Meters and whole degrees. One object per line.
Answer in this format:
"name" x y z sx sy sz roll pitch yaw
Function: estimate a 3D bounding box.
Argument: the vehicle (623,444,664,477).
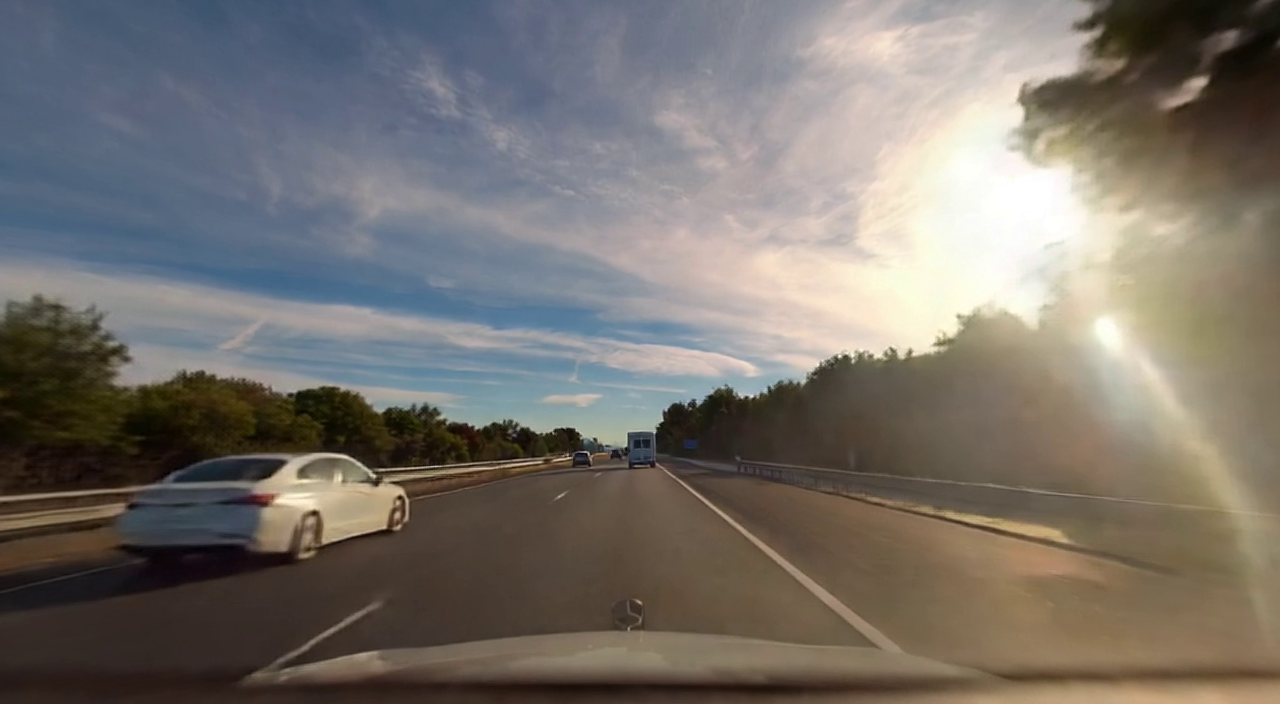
"vehicle" 0.169 5.973 34.742 2.172 1.687 3.929 0 -9 0

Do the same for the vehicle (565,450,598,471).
"vehicle" -4.309 8.093 47.072 2.031 1.482 4.248 0 -9 0

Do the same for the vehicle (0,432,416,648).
"vehicle" -4.168 1.642 6.597 1.998 1.460 4.422 0 -9 0
